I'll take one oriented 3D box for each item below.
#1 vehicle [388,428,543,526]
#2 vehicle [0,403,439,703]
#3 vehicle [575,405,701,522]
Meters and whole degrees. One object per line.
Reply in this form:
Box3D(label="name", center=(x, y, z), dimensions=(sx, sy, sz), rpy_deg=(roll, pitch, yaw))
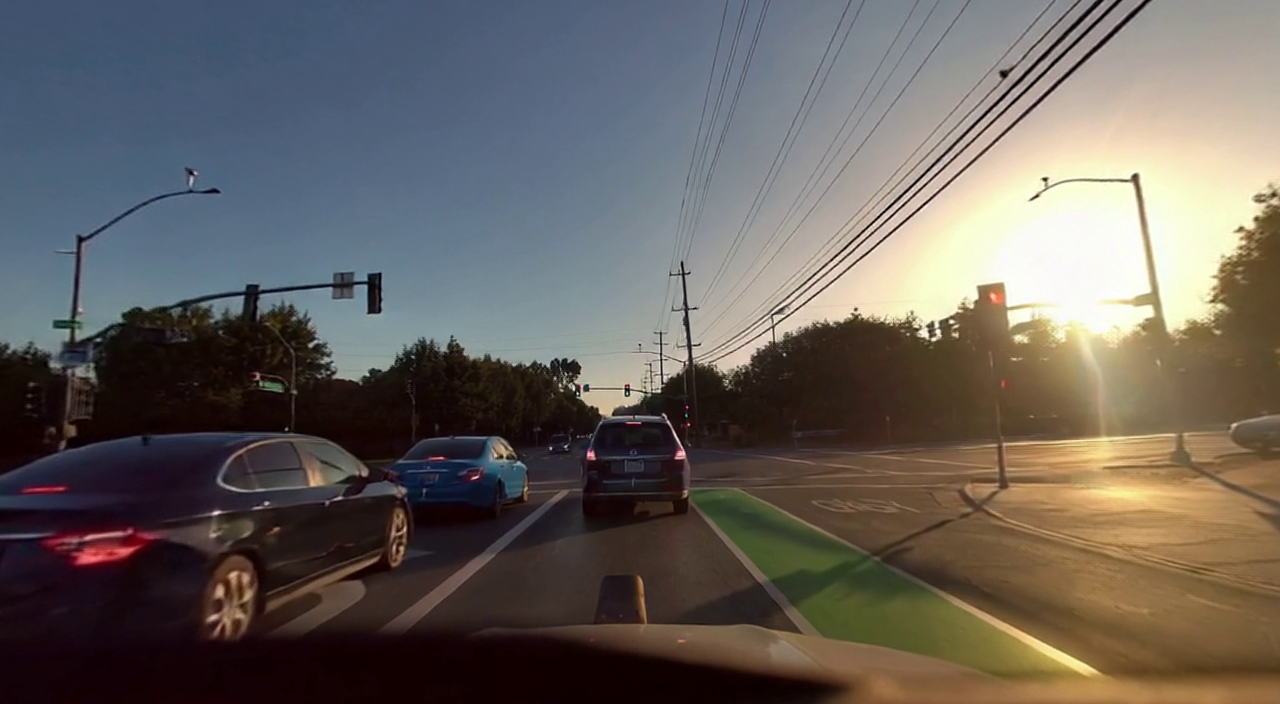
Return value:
Box3D(label="vehicle", center=(-3.001, 2.247, 11.755), dimensions=(1.726, 1.506, 3.840), rpy_deg=(0, -9, 1))
Box3D(label="vehicle", center=(-3.505, 1.273, 4.978), dimensions=(2.138, 1.488, 5.327), rpy_deg=(0, -7, -1))
Box3D(label="vehicle", center=(-0.075, 2.234, 12.957), dimensions=(2.036, 1.885, 5.196), rpy_deg=(0, -9, -1))
